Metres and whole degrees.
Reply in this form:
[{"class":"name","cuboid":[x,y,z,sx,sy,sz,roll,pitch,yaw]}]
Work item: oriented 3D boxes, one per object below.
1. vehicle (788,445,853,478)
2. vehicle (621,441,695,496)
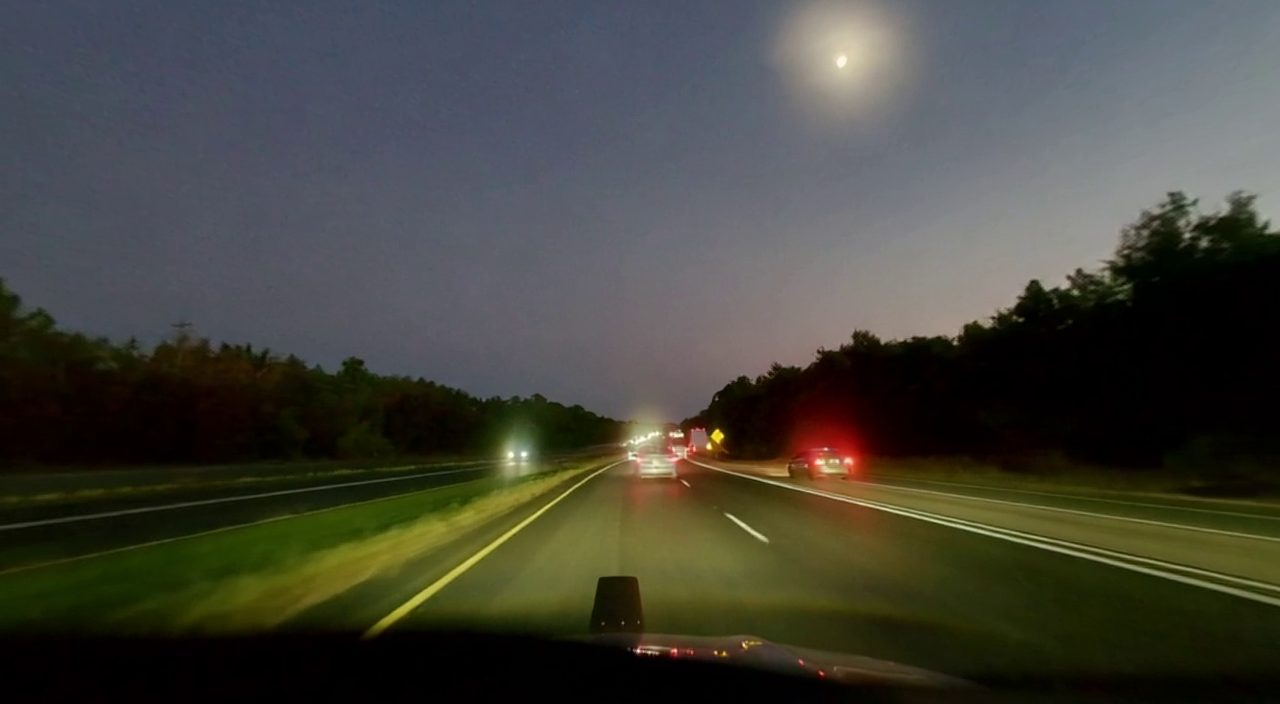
[{"class":"vehicle","cuboid":[8.651,5.270,30.486,1.926,1.483,3.528,0,-9,-3]},{"class":"vehicle","cuboid":[0.461,3.560,19.627,2.053,1.483,4.185,0,-9,-1]}]
